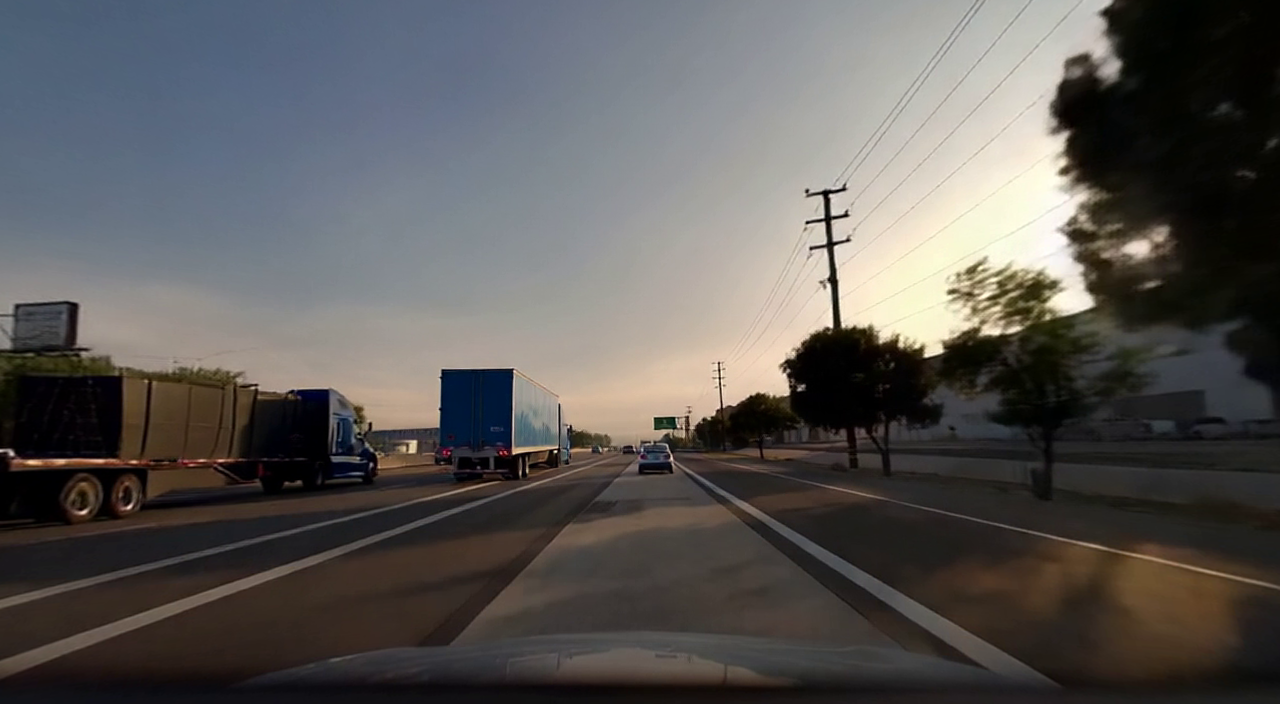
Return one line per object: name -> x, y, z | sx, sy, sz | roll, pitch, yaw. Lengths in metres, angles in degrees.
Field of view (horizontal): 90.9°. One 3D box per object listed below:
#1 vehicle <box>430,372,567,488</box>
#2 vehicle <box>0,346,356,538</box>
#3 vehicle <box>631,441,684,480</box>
vehicle -> -5.903, 3.882, 30.124 | 2.907, 4.081, 15.311 | 0, -8, 0
vehicle -> -10.530, 2.154, 15.115 | 2.896, 3.140, 9.491 | 0, -8, 1
vehicle -> 0.695, 4.575, 26.872 | 2.055, 1.514, 4.323 | 0, -8, 0
